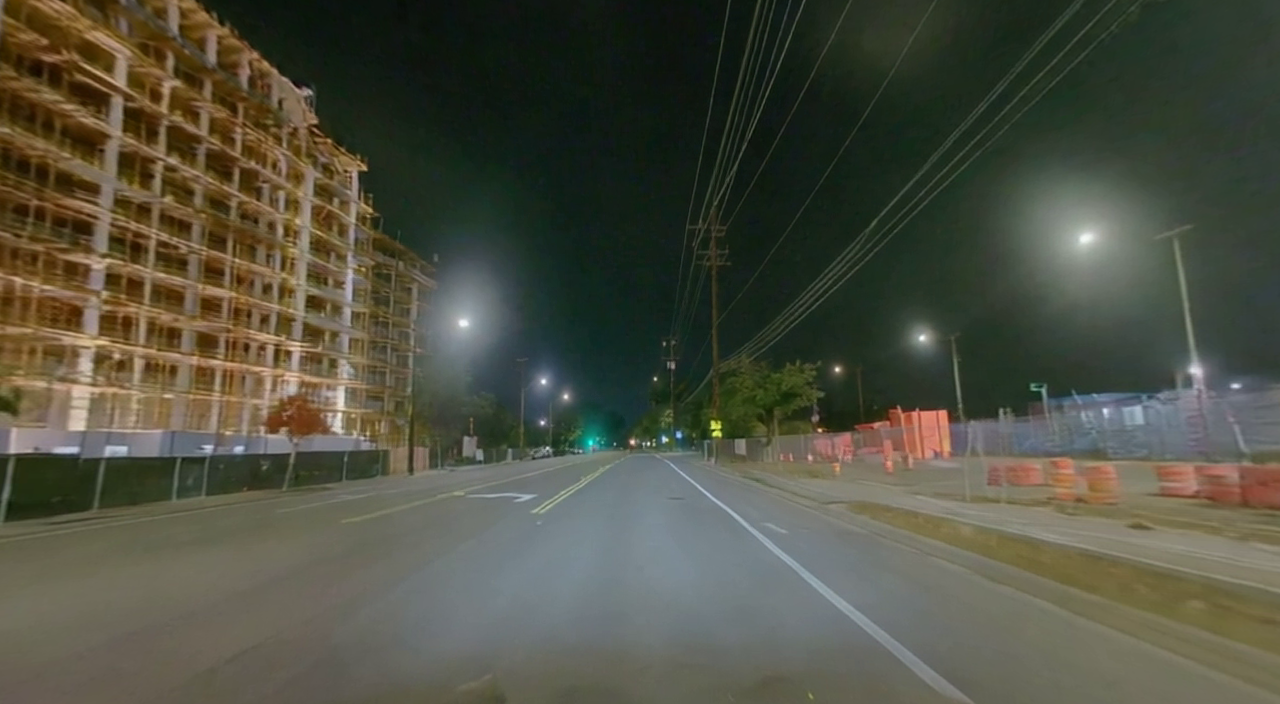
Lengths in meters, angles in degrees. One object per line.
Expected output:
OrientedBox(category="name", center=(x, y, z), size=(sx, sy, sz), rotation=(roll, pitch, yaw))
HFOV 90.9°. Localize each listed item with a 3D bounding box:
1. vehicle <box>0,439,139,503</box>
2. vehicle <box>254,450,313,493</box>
OrientedBox(category="vehicle", center=(-20.422, 4.069, 21.499), size=(4.712, 1.927, 2.237), rotation=(-3, -9, 0))
OrientedBox(category="vehicle", center=(-15.769, 5.220, 28.003), size=(2.002, 1.683, 4.664), rotation=(4, -10, -28))
